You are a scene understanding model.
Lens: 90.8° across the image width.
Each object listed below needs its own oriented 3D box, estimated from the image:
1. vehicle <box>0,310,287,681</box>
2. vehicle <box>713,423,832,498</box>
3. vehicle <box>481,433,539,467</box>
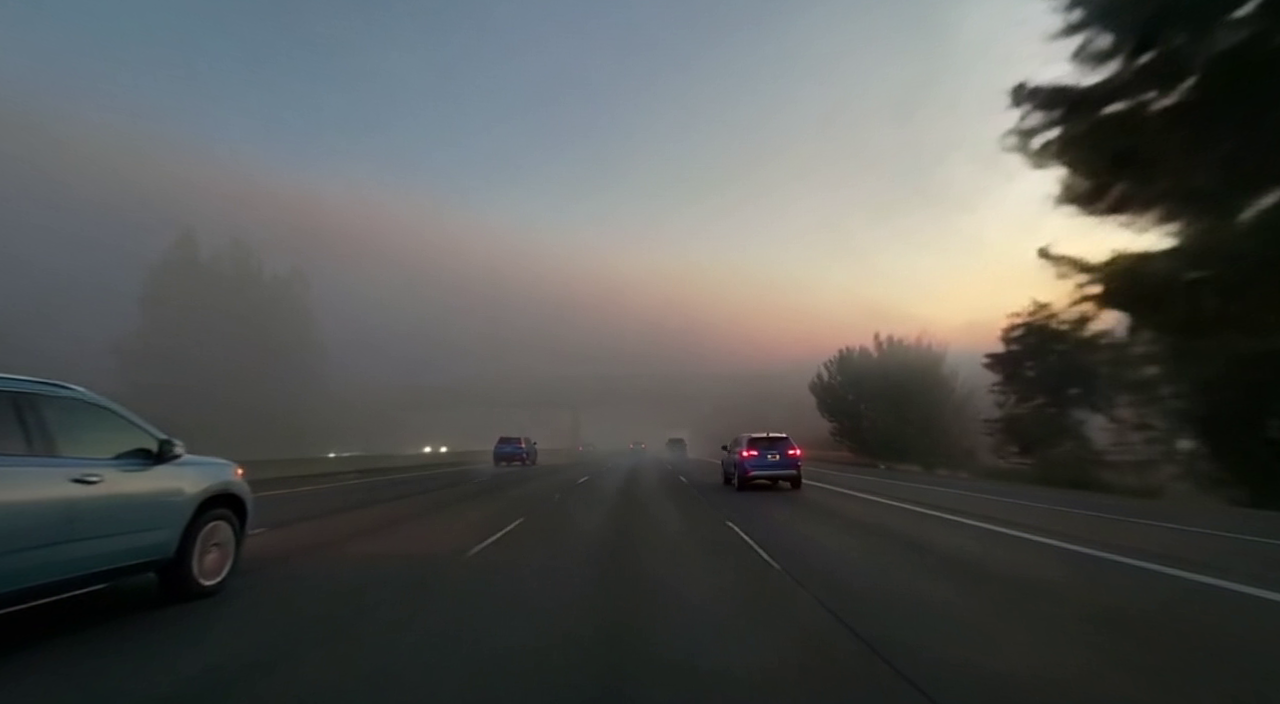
[{"bbox_3d":[-4.276,0.759,3.386,2.018,1.872,4.728,0,-8,0],"label":"vehicle"},{"bbox_3d":[3.373,2.883,17.172,2.185,1.749,4.477,0,-8,-1],"label":"vehicle"},{"bbox_3d":[-7.445,5.668,36.636,2.193,1.818,4.995,0,-8,1],"label":"vehicle"}]
